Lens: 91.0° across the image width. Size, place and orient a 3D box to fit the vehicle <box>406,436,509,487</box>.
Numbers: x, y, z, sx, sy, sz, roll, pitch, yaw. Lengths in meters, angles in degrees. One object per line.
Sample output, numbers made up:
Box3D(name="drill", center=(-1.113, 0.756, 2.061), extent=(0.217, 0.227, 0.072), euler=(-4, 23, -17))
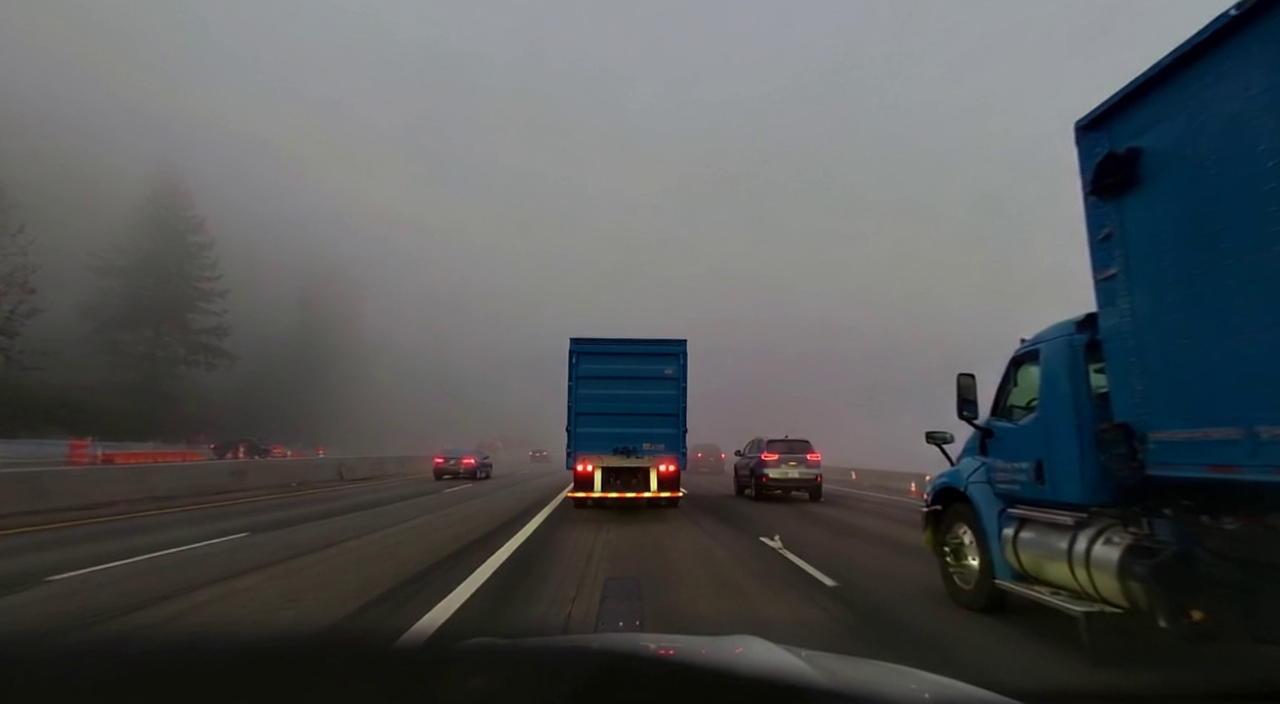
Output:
Box3D(name="vehicle", center=(-5.907, 3.591, 21.011), extent=(2.014, 1.477, 4.595), euler=(0, -9, 1))

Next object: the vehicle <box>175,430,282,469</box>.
Box3D(name="vehicle", center=(-21.908, 5.167, 33.540), extent=(4.632, 1.852, 2.033), euler=(0, -8, 15))

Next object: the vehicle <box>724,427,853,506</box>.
Box3D(name="vehicle", center=(3.554, 2.851, 16.020), extent=(2.103, 1.713, 4.173), euler=(1, -9, -2))

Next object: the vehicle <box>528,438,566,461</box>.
Box3D(name="vehicle", center=(-6.434, 6.806, 44.022), extent=(1.994, 1.481, 4.660), euler=(0, -9, 0))

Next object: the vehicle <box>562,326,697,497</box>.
Box3D(name="vehicle", center=(-0.423, 2.105, 19.632), extent=(3.067, 3.940, 10.154), euler=(1, -9, -2))

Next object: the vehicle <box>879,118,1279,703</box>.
Box3D(name="vehicle", center=(3.820, 0.246, 0.616), extent=(2.943, 2.634, 10.135), euler=(1, -9, -2))
